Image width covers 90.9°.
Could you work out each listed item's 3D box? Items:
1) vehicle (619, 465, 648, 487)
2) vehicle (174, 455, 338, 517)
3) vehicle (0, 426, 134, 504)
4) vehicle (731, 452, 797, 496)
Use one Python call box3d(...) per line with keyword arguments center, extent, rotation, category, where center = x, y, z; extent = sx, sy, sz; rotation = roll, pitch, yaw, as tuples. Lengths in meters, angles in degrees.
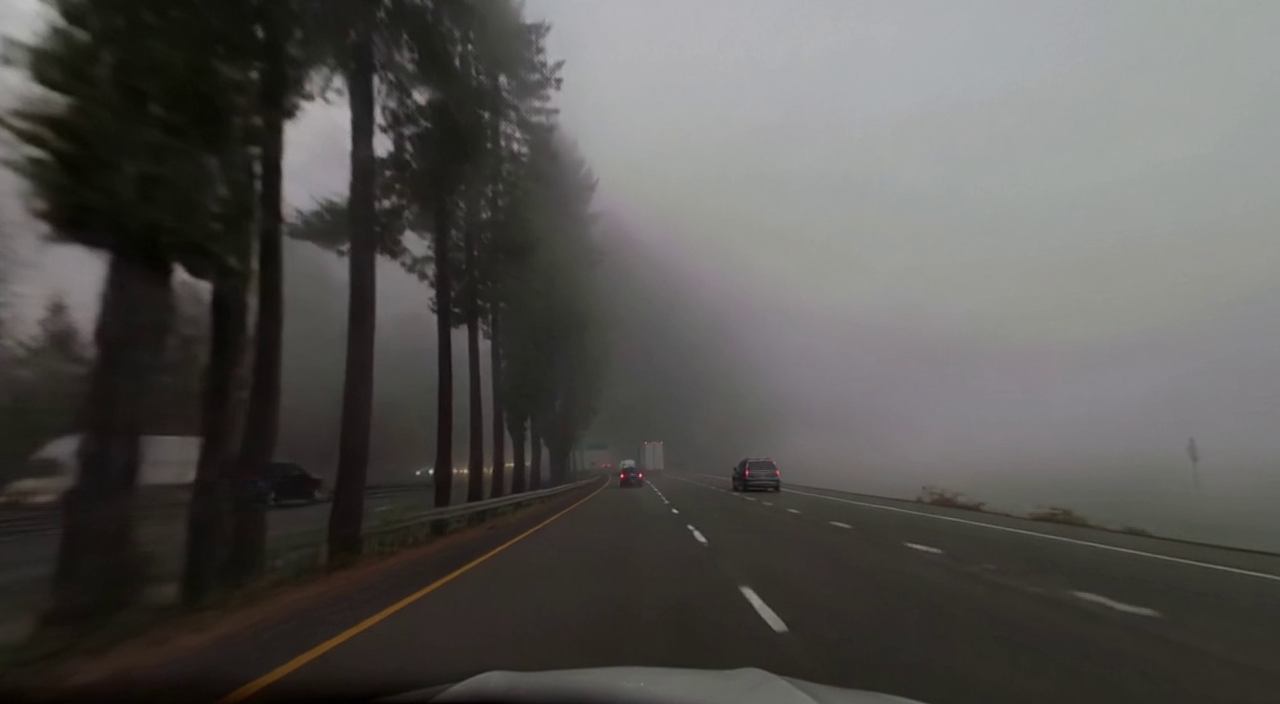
box3d(center=(-0.494, 8.947, 45.665), extent=(1.987, 1.467, 3.903), rotation=(1, -10, -1), category="vehicle")
box3d(center=(-11.638, 4.097, 19.613), extent=(1.952, 1.618, 4.859), rotation=(1, -10, 1), category="vehicle")
box3d(center=(-31.812, 6.194, 34.504), extent=(2.934, 3.826, 5.929), rotation=(1, -10, -1), category="vehicle")
box3d(center=(5.593, 5.608, 29.071), extent=(1.998, 1.776, 4.663), rotation=(1, -10, -1), category="vehicle")
